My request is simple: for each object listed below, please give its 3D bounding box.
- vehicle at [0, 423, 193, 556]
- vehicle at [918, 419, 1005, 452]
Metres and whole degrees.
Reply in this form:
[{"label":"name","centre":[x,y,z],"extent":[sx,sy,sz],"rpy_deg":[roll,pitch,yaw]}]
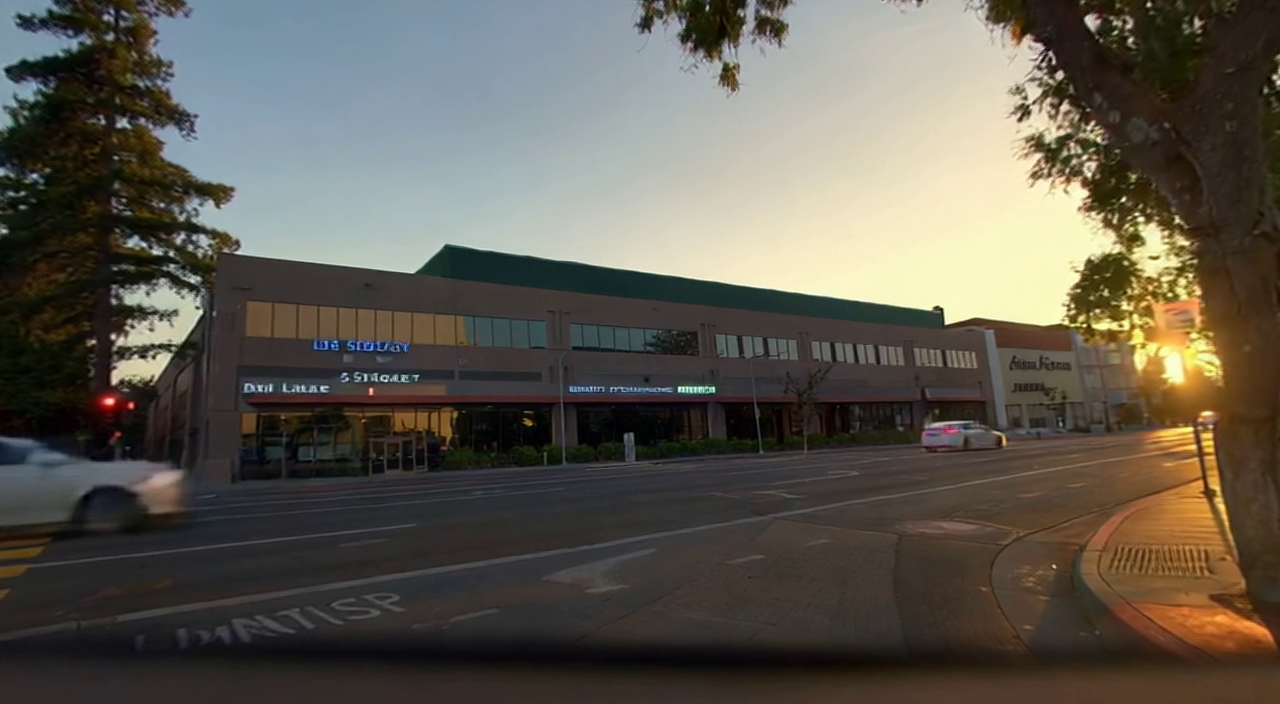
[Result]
[{"label":"vehicle","centre":[-8.311,1.698,7.974],"extent":[4.182,1.536,1.885],"rpy_deg":[6,-11,-37]},{"label":"vehicle","centre":[15.578,4.053,30.506],"extent":[4.442,1.458,1.902],"rpy_deg":[6,-11,-37]}]
